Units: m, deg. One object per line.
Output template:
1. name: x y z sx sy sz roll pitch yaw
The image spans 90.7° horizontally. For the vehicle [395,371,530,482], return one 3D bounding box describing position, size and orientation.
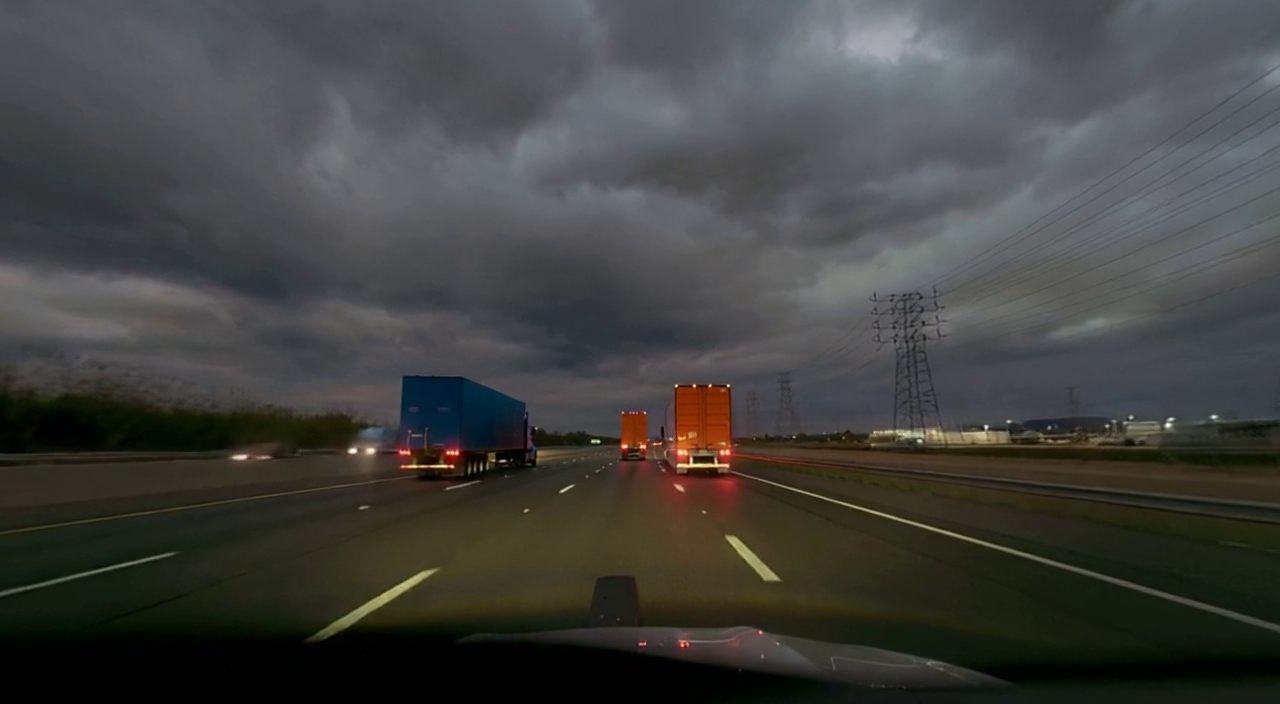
1. vehicle: -7.389 3.509 28.497 2.937 3.981 11.119 0 -8 -1
